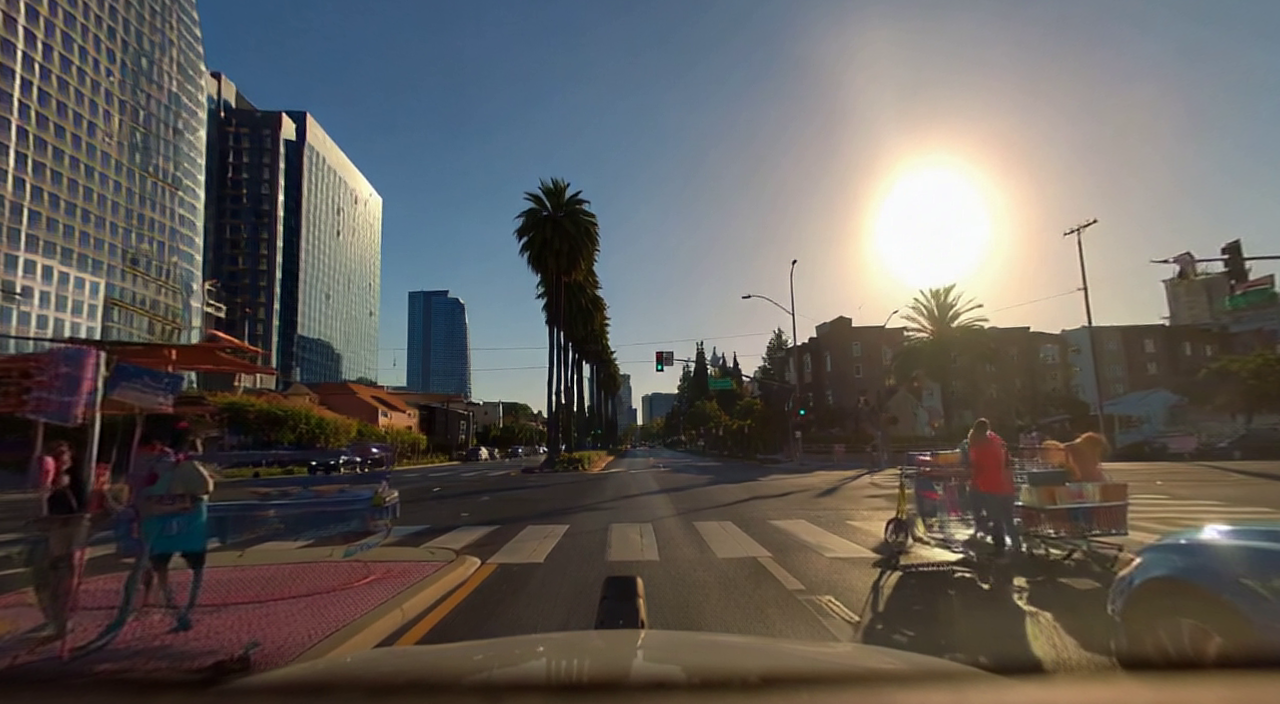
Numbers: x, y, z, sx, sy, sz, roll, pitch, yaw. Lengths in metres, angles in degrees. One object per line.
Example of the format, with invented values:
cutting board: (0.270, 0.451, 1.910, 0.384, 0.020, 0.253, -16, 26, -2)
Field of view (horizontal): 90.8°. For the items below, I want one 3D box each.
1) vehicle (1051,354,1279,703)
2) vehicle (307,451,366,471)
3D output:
vehicle: (3.325, 0.691, 1.331, 2.060, 1.631, 4.169, 0, -9, 0)
vehicle: (-23.645, 8.474, 49.415, 1.955, 1.480, 5.163, 0, -9, 1)
